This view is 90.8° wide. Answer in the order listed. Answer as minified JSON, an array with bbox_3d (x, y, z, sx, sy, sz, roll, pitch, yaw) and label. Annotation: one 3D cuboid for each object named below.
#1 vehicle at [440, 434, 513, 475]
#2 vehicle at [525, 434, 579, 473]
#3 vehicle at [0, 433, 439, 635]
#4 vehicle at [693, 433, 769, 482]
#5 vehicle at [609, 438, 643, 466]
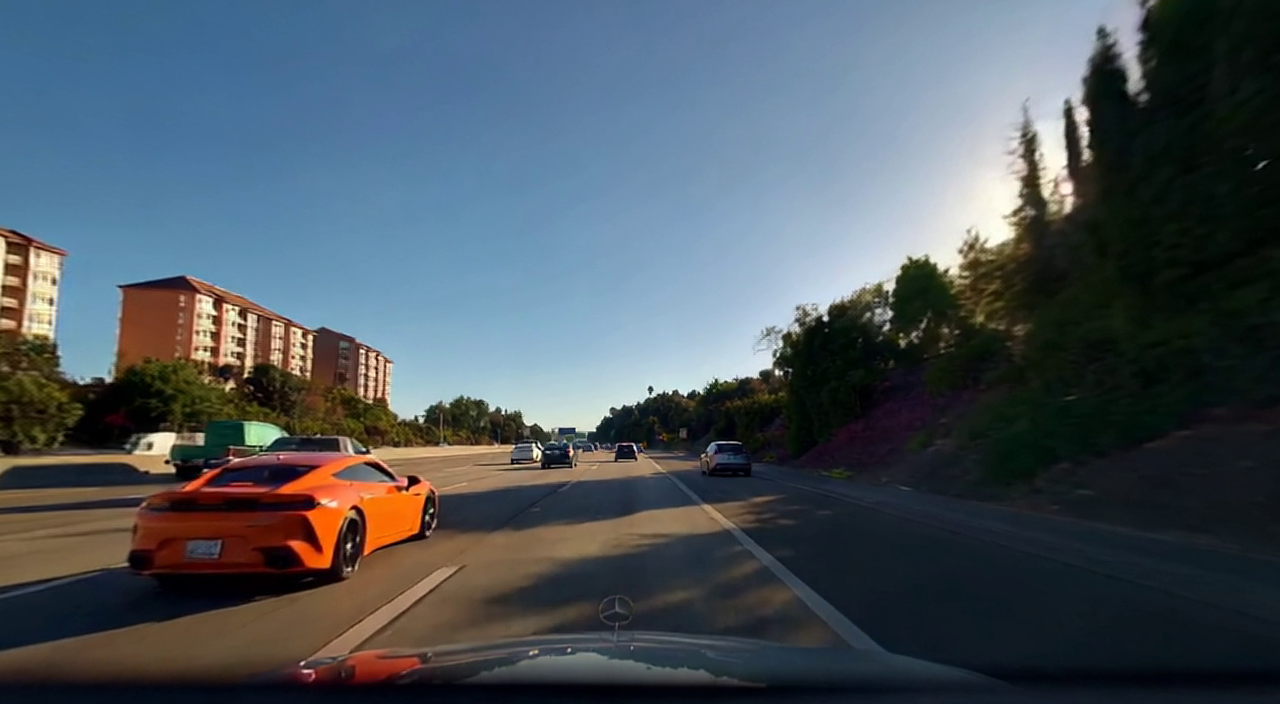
[{"bbox_3d":[-7.638,4.852,30.090,2.086,1.776,5.080,0,-8,0],"label":"vehicle"},{"bbox_3d":[-4.270,5.003,31.303,2.044,1.774,4.329,0,-8,0],"label":"vehicle"},{"bbox_3d":[-3.970,1.635,6.801,2.124,1.426,4.444,0,-8,0],"label":"vehicle"},{"bbox_3d":[3.281,3.901,23.674,2.061,1.658,4.417,0,-8,-2],"label":"vehicle"},{"bbox_3d":[-0.865,6.340,40.205,2.053,1.650,3.945,0,-8,-1],"label":"vehicle"}]
